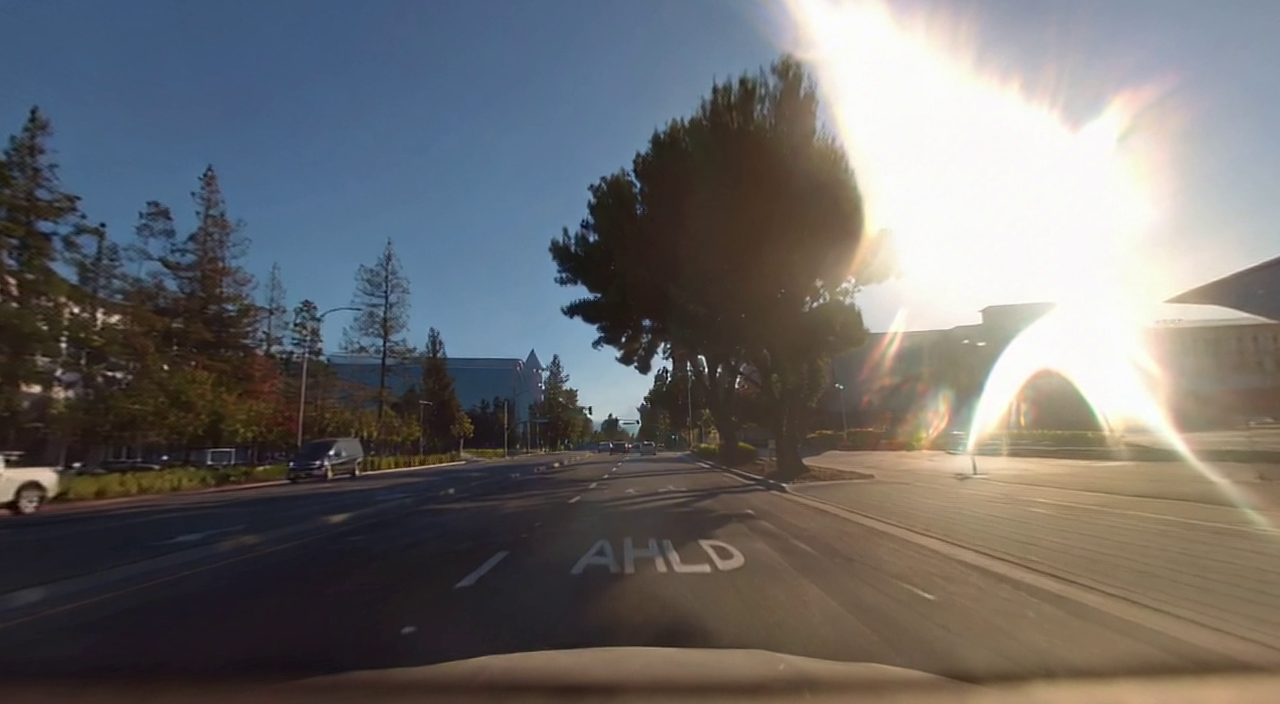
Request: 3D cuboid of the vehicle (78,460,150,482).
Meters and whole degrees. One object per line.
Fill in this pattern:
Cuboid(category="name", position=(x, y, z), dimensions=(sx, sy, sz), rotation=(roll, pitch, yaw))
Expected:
Cuboid(category="vehicle", position=(-41.512, 9.383, 49.597), dimensions=(4.294, 1.512, 1.800), rotation=(-4, -9, 6))

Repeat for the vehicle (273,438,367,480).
Cuboid(category="vehicle", position=(-17.367, 5.802, 34.480), dimensions=(2.331, 2.109, 5.400), rotation=(0, -8, 0))
